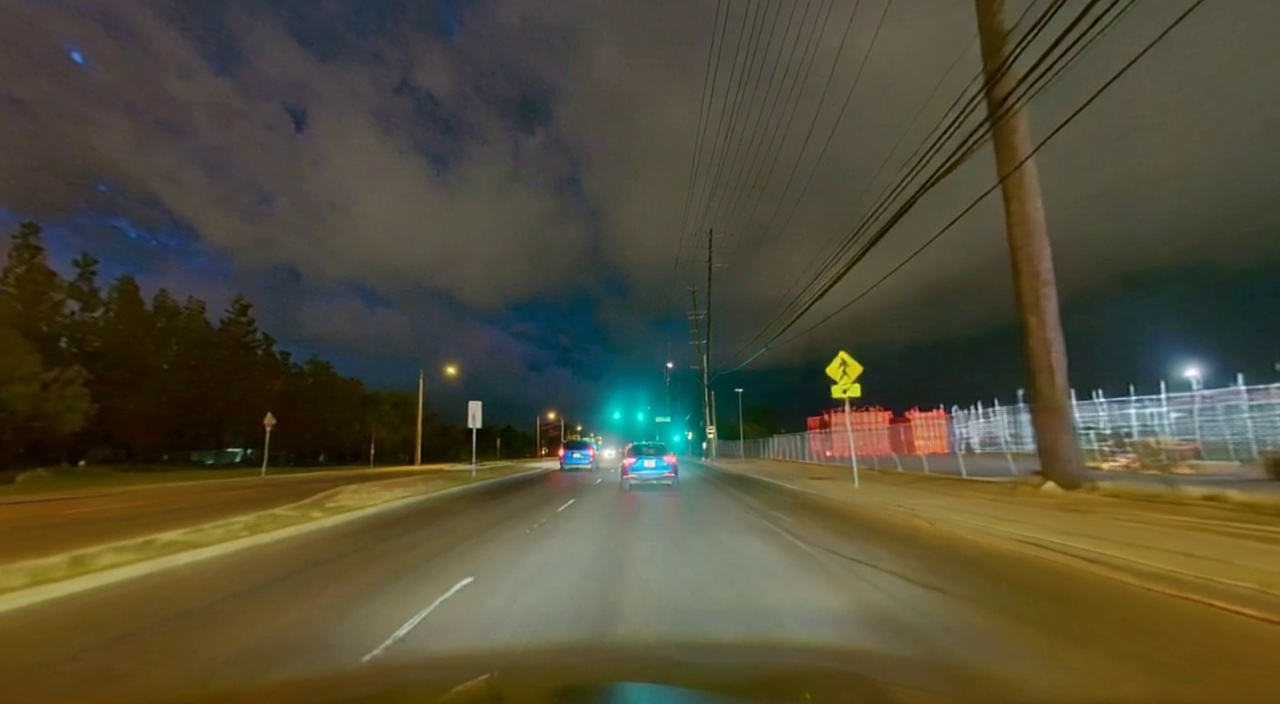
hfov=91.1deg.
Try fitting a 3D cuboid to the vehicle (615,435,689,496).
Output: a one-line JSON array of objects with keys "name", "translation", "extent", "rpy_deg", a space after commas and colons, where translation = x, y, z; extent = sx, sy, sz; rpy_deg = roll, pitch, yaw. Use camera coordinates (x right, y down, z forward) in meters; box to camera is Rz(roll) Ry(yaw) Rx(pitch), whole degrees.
[{"name": "vehicle", "translation": [0.324, 3.480, 19.620], "extent": [2.059, 1.691, 3.980], "rpy_deg": [0, -8, 0]}]

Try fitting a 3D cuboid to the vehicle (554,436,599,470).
[{"name": "vehicle", "translation": [-3.588, 5.815, 36.407], "extent": [2.078, 1.804, 4.387], "rpy_deg": [0, -8, 1]}]
